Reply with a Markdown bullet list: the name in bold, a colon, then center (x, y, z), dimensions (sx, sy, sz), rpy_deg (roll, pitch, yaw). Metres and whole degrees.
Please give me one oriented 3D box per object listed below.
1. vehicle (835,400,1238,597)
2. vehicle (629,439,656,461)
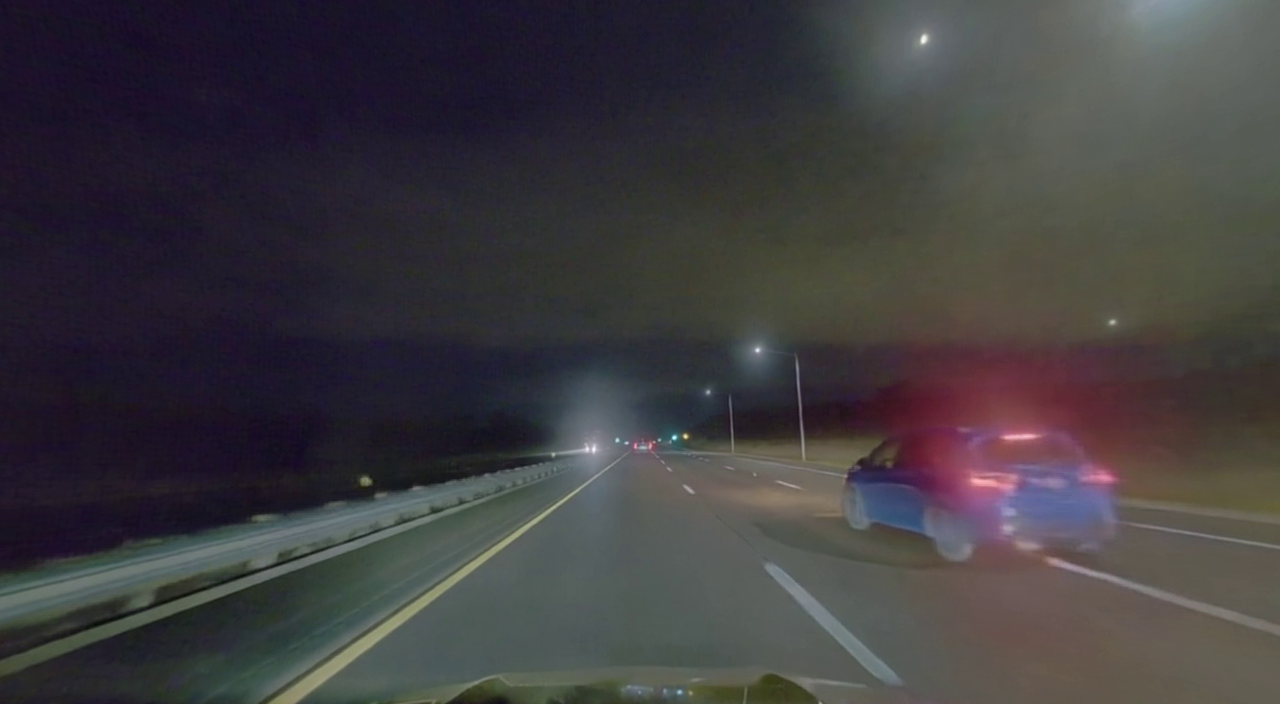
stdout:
- **vehicle**: center (3.895, 1.497, 7.261), dimensions (2.037, 1.609, 4.036), rpy_deg (0, -8, 1)
- **vehicle**: center (0.196, 7.404, 47.789), dimensions (2.009, 1.554, 4.013), rpy_deg (0, -8, 1)
